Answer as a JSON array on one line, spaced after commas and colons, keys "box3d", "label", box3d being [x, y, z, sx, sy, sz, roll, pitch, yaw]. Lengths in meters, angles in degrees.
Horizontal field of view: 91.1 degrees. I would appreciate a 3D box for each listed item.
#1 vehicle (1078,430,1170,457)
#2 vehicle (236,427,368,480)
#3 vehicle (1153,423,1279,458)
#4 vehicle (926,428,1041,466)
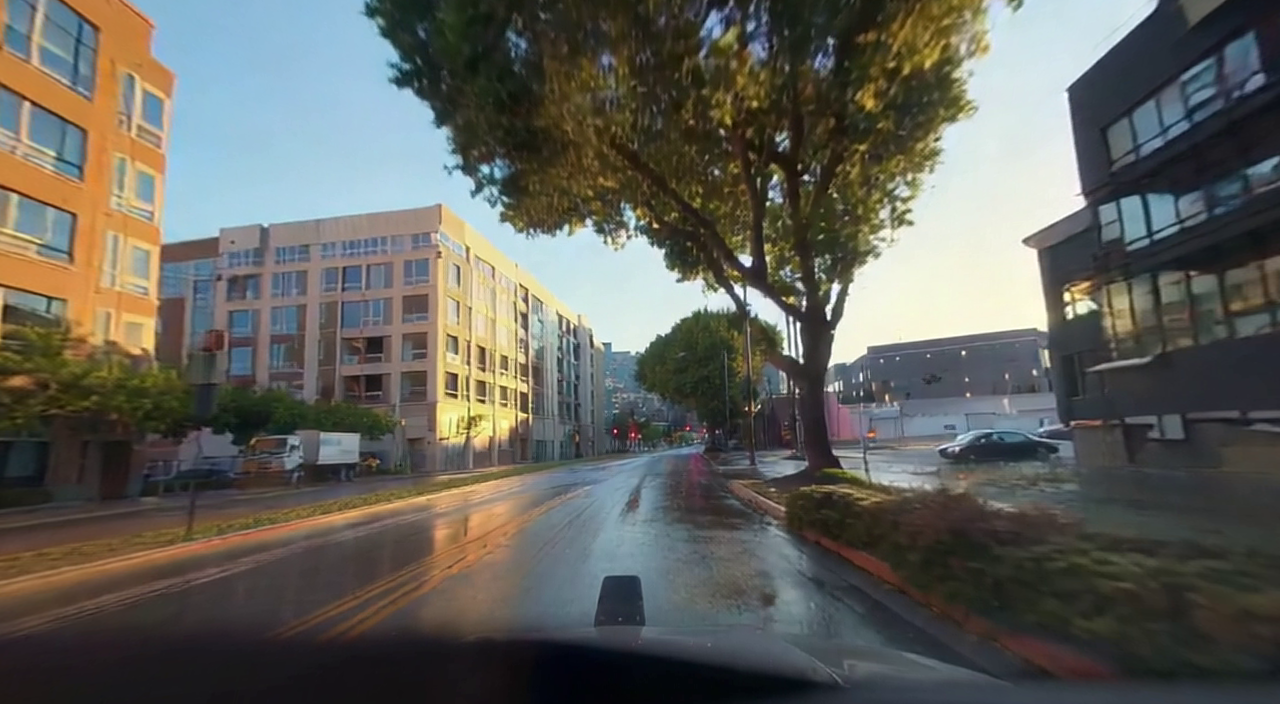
[{"box3d": [27.348, 5.212, 35.625, 3.531, 1.414, 1.906, -1, -9, 6], "label": "vehicle"}, {"box3d": [-19.414, 5.820, 36.678, 2.166, 2.698, 7.006, -7, -9, 20], "label": "vehicle"}, {"box3d": [26.852, 4.118, 29.102, 4.307, 1.544, 1.949, -1, -9, 7], "label": "vehicle"}, {"box3d": [15.207, 4.227, 27.980, 3.997, 1.579, 1.799, -1, -10, 3], "label": "vehicle"}]
